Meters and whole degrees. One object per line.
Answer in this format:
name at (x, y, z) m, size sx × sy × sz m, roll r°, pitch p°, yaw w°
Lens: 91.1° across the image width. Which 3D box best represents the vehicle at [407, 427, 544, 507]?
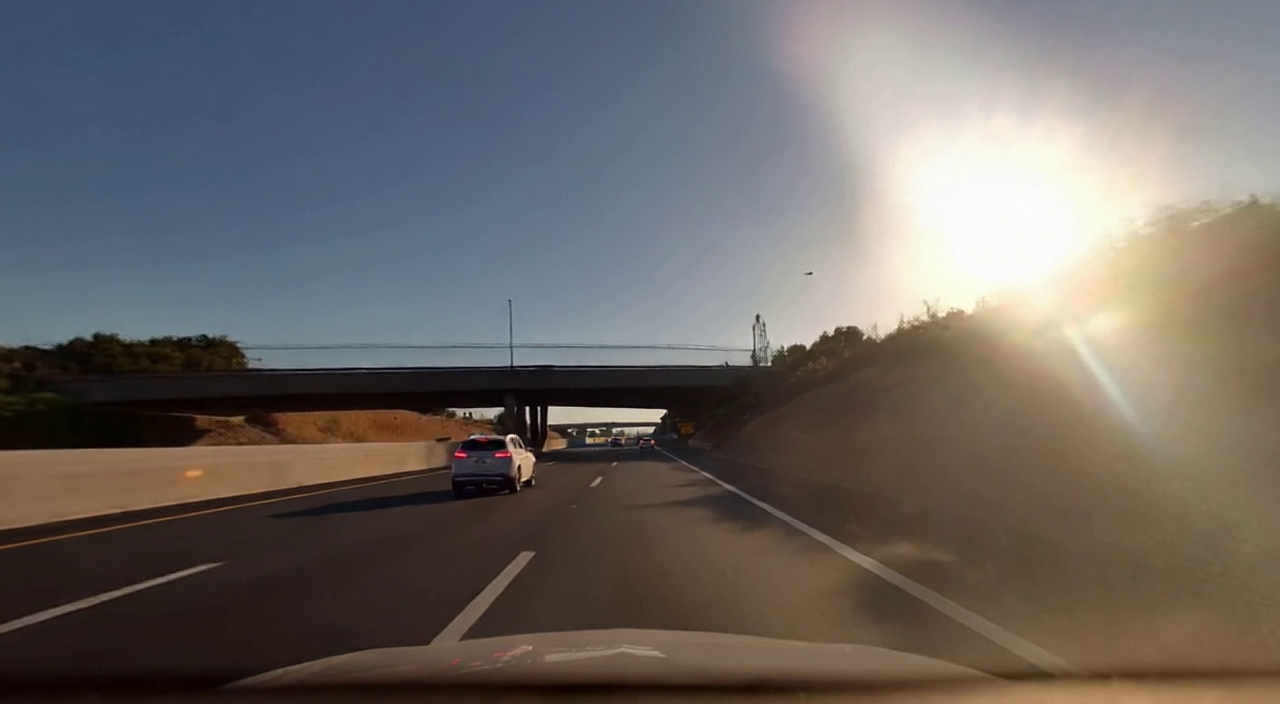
vehicle at (-3.634, 2.597, 14.800) m, size 2.039 × 1.589 × 4.324 m, roll 0°, pitch -8°, yaw 0°
